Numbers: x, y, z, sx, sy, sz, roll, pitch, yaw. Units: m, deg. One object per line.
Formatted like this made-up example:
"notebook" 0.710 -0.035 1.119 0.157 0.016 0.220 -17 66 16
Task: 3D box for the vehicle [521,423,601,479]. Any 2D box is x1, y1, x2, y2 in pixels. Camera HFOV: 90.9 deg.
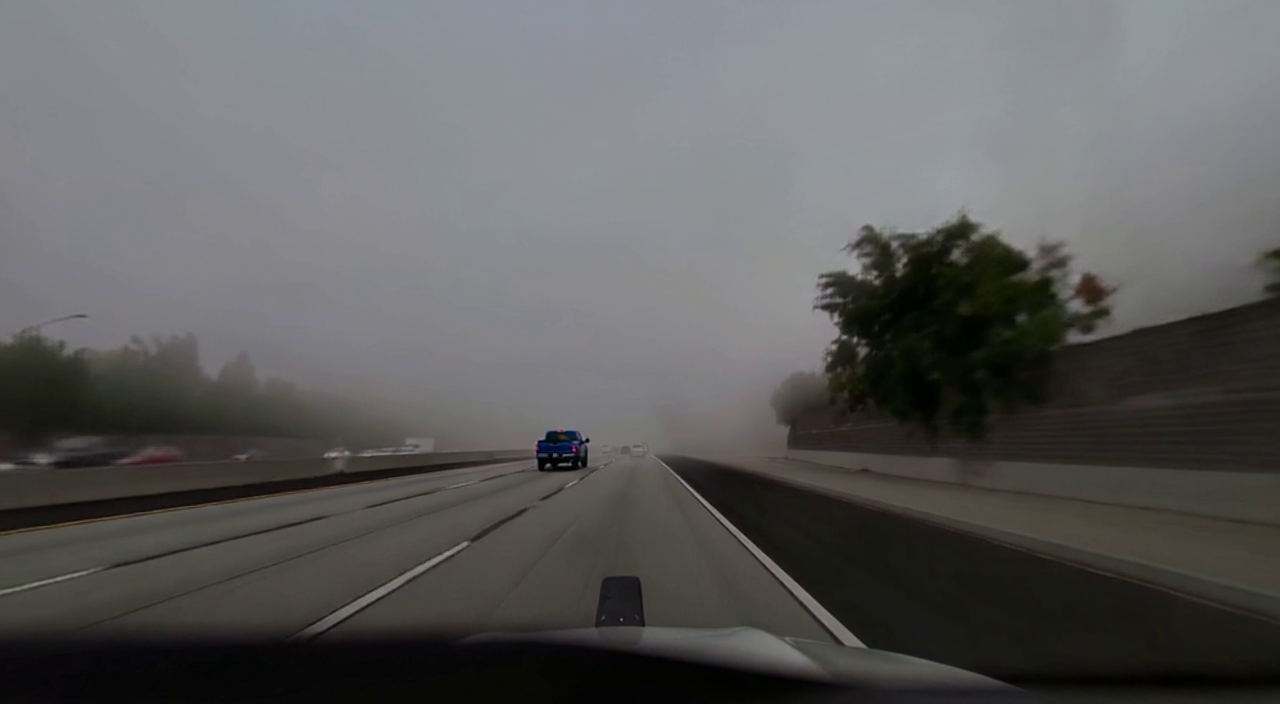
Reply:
"vehicle" -3.298 4.360 27.893 2.604 2.170 6.271 0 -8 1

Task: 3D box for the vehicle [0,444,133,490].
"vehicle" -29.327 5.640 31.447 2.406 2.020 6.641 0 -8 1

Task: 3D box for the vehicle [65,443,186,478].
"vehicle" -25.489 5.367 31.487 1.968 1.574 4.754 0 -8 0
